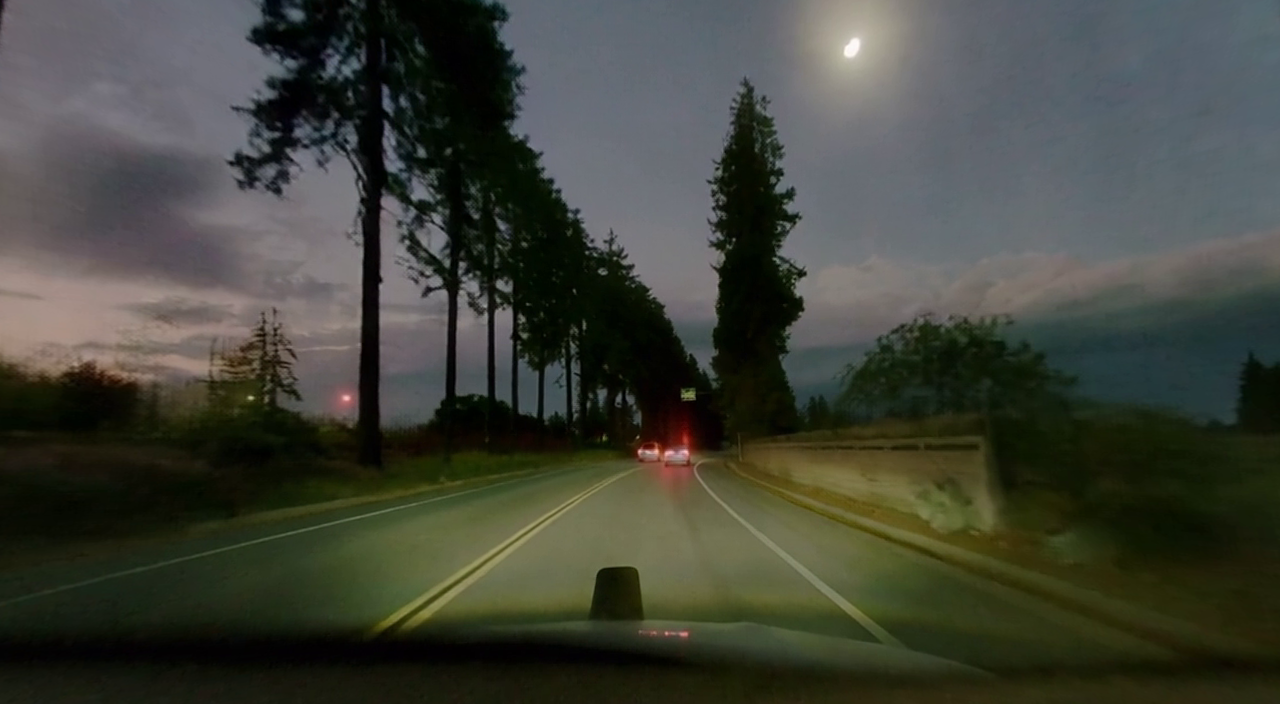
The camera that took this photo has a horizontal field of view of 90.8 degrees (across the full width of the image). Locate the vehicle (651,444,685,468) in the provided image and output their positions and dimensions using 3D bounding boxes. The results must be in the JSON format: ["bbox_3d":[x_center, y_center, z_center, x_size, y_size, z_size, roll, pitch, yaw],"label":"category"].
[{"bbox_3d":[1.900,6.881,42.037,2.071,1.474,4.047,-1,-8,5],"label":"vehicle"}]
